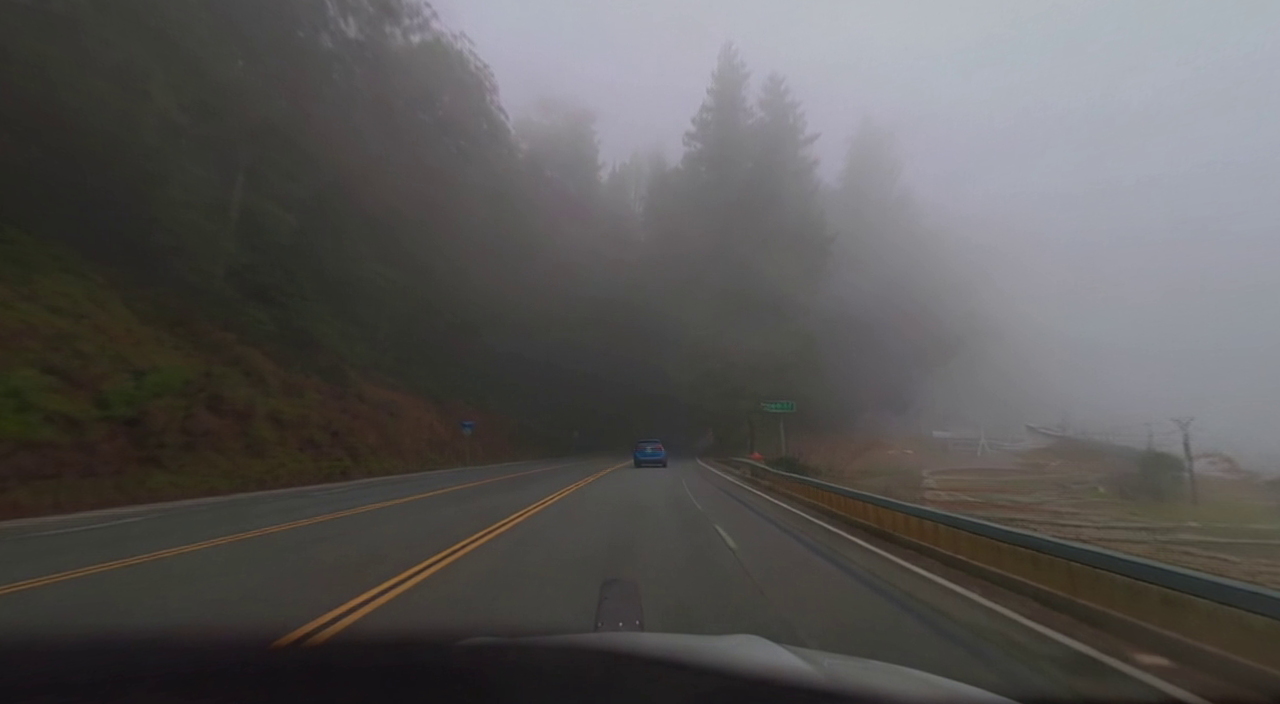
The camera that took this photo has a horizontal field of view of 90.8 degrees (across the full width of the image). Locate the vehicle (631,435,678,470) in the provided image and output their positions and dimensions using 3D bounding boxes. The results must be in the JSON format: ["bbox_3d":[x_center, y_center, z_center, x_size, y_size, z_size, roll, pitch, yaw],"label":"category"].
[{"bbox_3d":[0.817,5.263,33.252,2.294,1.708,4.110,0,-9,4],"label":"vehicle"}]
